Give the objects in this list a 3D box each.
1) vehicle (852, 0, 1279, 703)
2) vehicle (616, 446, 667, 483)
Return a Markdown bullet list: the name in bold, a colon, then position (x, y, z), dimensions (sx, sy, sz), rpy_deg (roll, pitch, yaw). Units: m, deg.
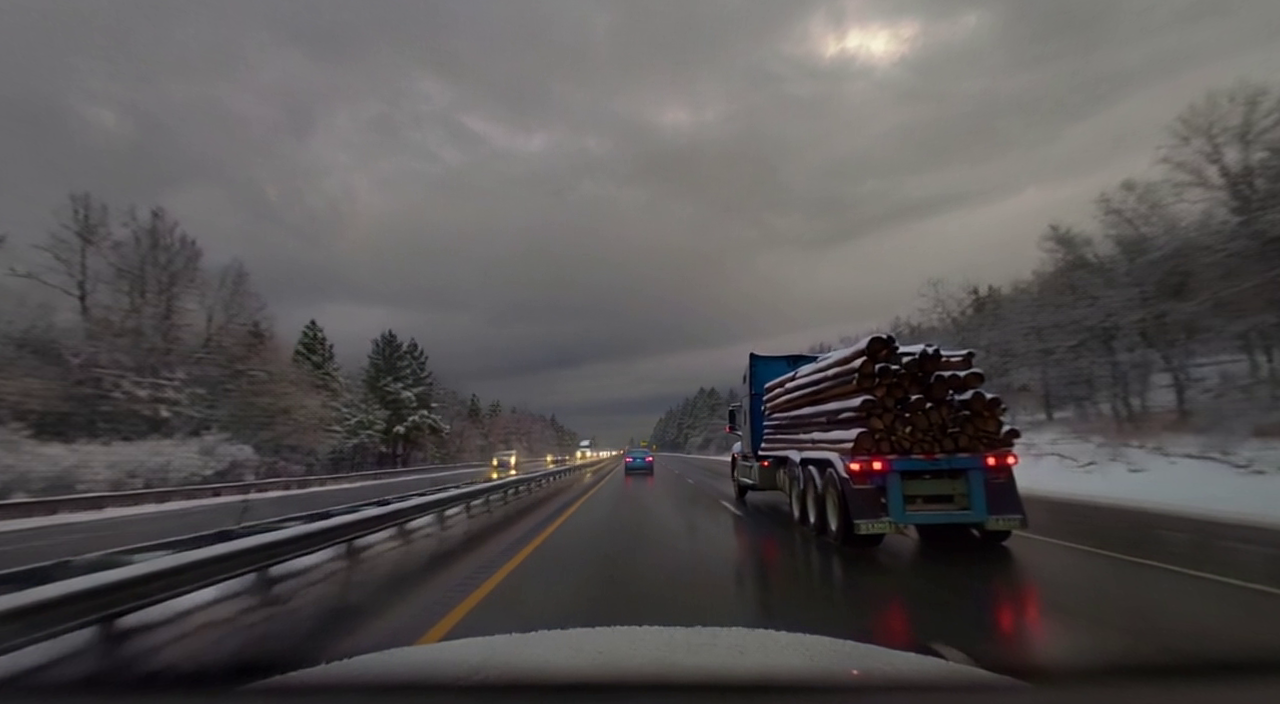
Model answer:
- **vehicle**: position (3.990, -0.195, 2.705), dimensions (3.004, 3.923, 8.363), rpy_deg (0, -9, -1)
- **vehicle**: position (0.029, 4.975, 28.010), dimensions (2.099, 1.506, 4.097), rpy_deg (0, -9, 0)
